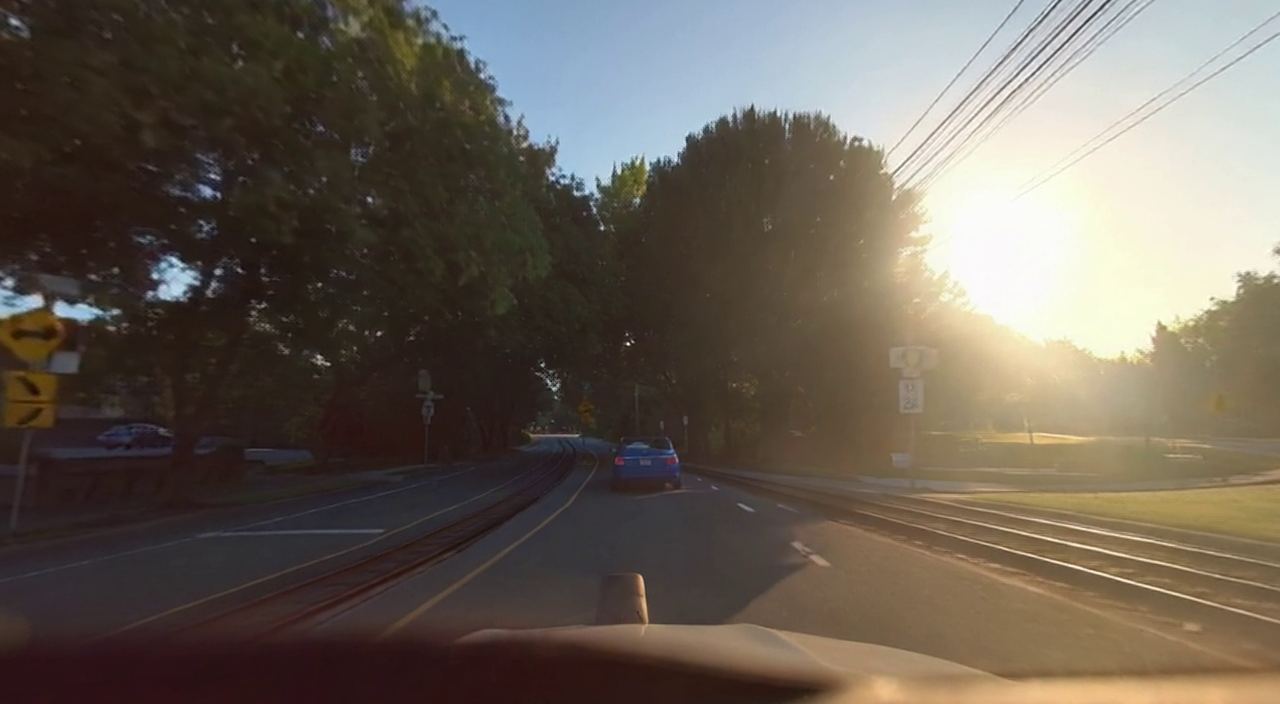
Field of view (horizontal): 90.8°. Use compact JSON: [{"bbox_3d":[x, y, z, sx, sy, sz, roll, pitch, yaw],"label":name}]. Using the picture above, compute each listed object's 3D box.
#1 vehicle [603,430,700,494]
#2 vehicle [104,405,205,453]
[{"bbox_3d":[0.177,2.929,17.217,2.295,1.510,4.364,0,-8,-3],"label":"vehicle"},{"bbox_3d":[-31.216,5.078,41.021,2.983,2.816,7.042,3,-9,-20],"label":"vehicle"}]
